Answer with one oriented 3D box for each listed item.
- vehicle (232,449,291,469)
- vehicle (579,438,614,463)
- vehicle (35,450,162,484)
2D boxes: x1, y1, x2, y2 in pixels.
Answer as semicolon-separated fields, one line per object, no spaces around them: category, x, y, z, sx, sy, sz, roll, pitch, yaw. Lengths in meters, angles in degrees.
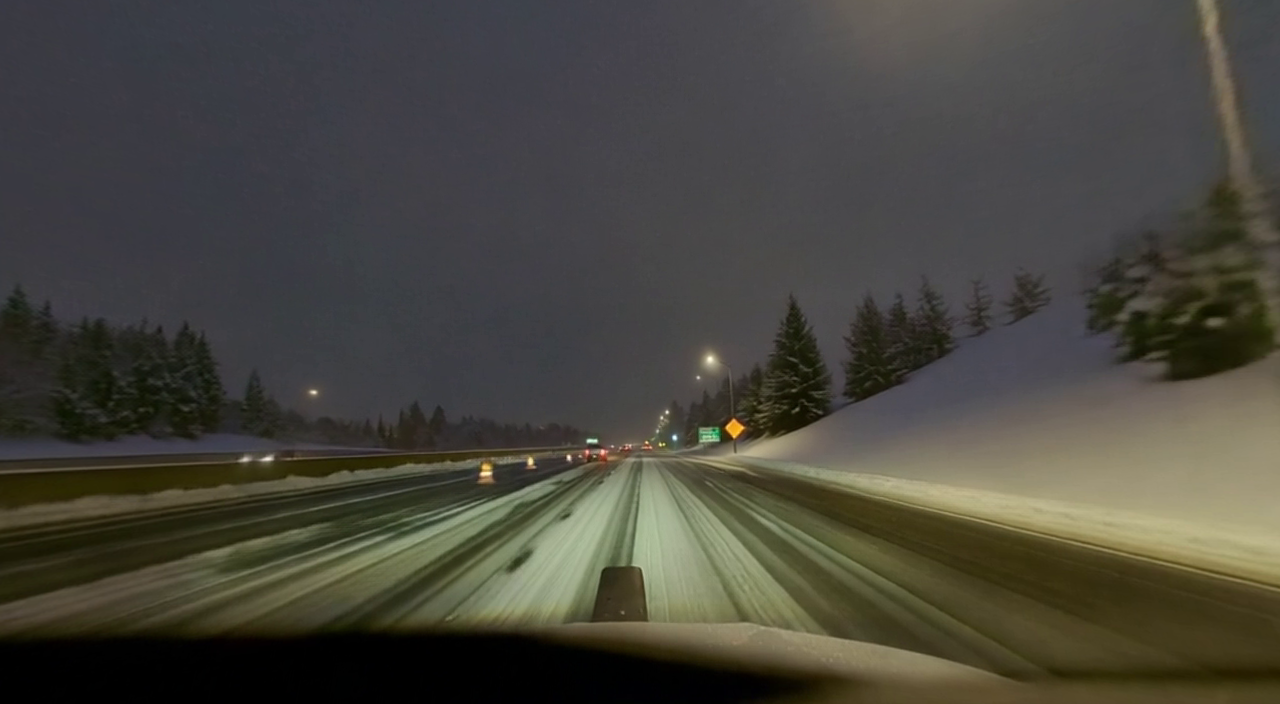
vehicle;-29.911;8.450;49.819;1.837;1.449;4.489;0;-8;1
vehicle;-3.025;6.950;44.477;2.078;1.629;4.059;0;-8;1
vehicle;-26.411;5.587;30.888;1.932;1.497;4.776;0;-8;1
